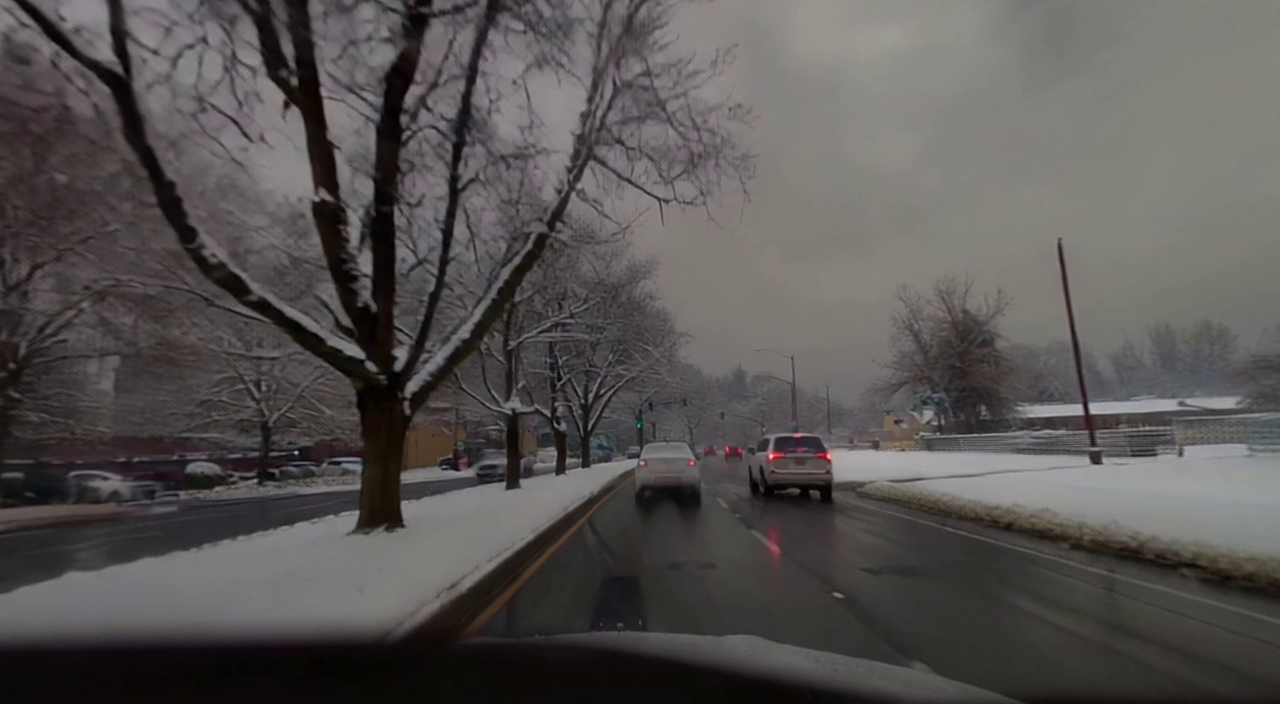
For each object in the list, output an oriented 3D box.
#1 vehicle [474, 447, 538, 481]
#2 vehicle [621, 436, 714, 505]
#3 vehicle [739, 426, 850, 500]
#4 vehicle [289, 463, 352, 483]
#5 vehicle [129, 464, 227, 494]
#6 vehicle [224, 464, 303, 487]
[{"bbox_3d":[-6.547,5.550,31.290,1.773,1.449,4.322,-6,-10,6],"label":"vehicle"},{"bbox_3d":[0.715,3.085,16.859,2.154,1.585,3.997,-1,-8,2],"label":"vehicle"},{"bbox_3d":[4.268,3.148,18.393,1.953,1.818,5.299,-1,-8,1],"label":"vehicle"},{"bbox_3d":[-25.162,9.511,49.686,4.011,1.473,1.913,-2,-8,11],"label":"vehicle"},{"bbox_3d":[-27.150,7.472,37.144,4.434,1.582,1.946,-2,-8,8],"label":"vehicle"},{"bbox_3d":[-26.563,8.708,44.586,4.366,1.486,2.072,-1,-8,6],"label":"vehicle"}]
